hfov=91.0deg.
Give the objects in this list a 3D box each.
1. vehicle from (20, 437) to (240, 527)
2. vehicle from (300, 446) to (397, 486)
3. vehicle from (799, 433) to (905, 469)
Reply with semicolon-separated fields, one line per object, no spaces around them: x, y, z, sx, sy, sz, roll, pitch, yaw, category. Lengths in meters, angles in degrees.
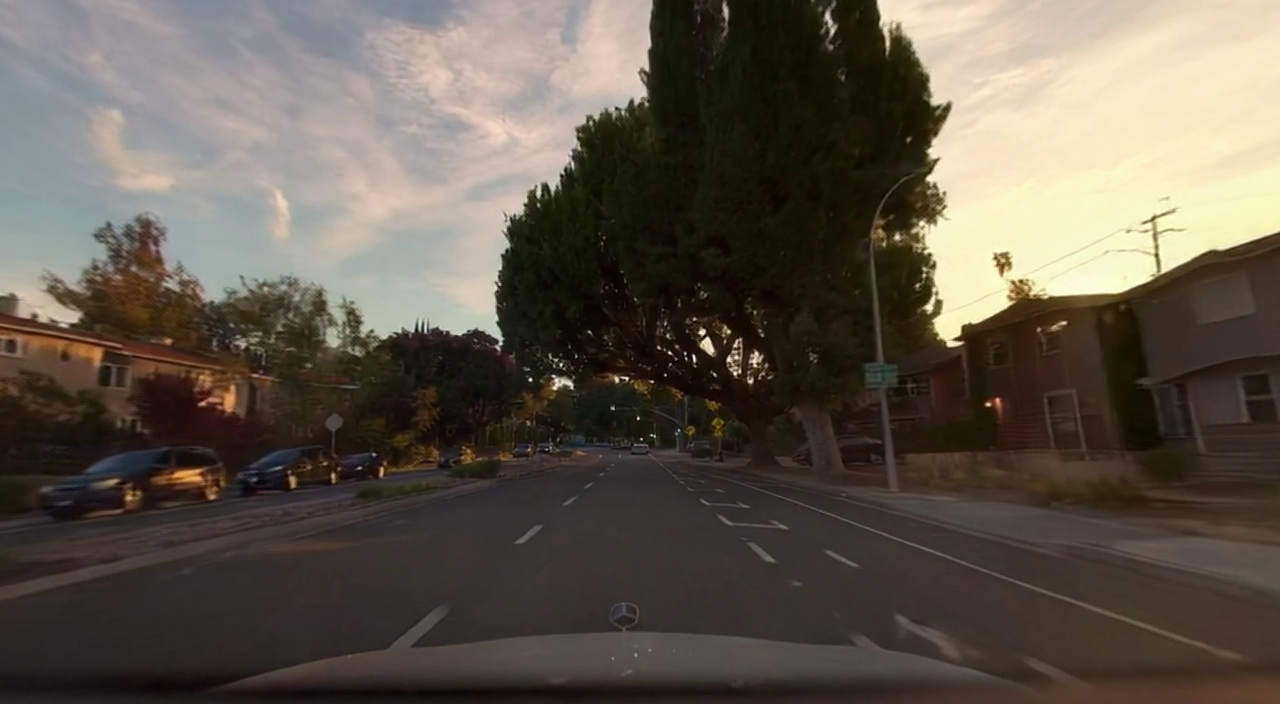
-12.096;3.092;15.408;1.932;1.673;4.314;-5;-9;-2;vehicle
-12.167;4.808;26.646;1.888;1.477;4.629;-1;-10;0;vehicle
11.272;5.288;33.739;4.880;1.842;2.069;0;-9;-1;vehicle
